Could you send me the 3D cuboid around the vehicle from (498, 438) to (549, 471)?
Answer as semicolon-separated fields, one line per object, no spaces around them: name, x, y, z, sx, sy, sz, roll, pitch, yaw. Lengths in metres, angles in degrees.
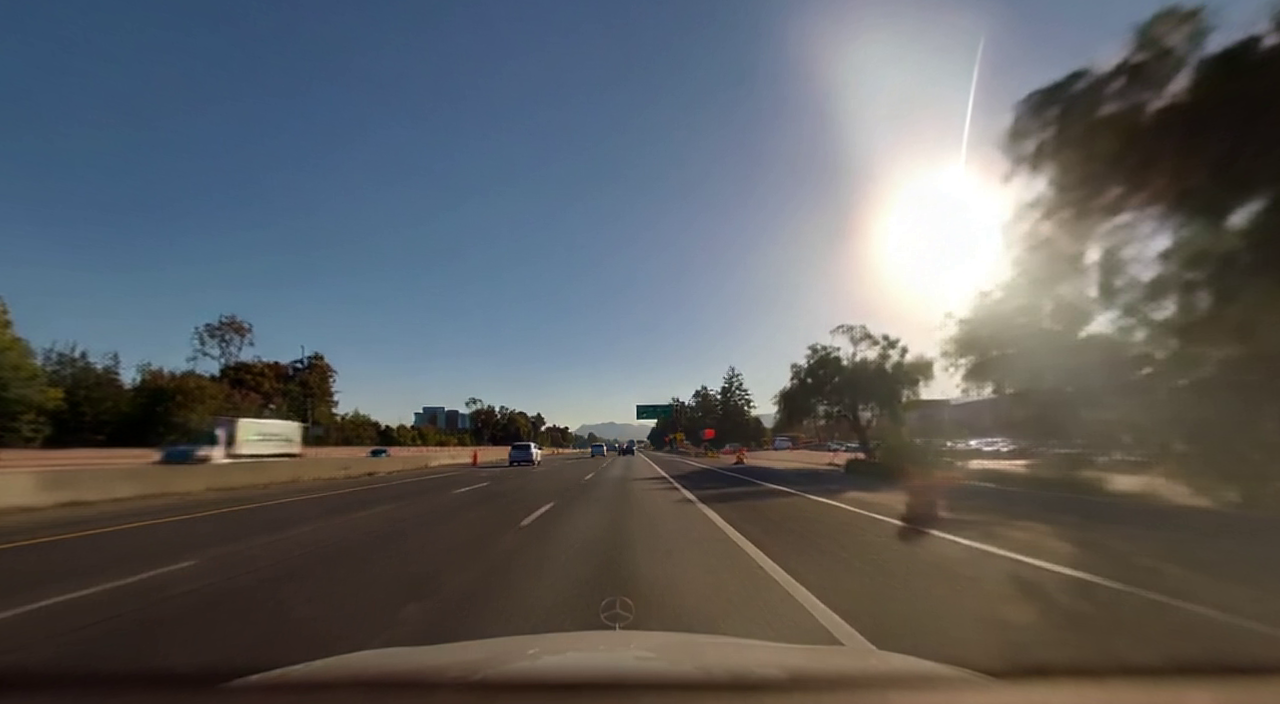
vehicle;-6.586;5.831;36.162;2.036;1.758;4.529;0;-9;0

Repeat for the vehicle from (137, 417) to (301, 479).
vehicle;-24.045;5.629;37.085;2.856;3.156;9.811;0;-9;0
